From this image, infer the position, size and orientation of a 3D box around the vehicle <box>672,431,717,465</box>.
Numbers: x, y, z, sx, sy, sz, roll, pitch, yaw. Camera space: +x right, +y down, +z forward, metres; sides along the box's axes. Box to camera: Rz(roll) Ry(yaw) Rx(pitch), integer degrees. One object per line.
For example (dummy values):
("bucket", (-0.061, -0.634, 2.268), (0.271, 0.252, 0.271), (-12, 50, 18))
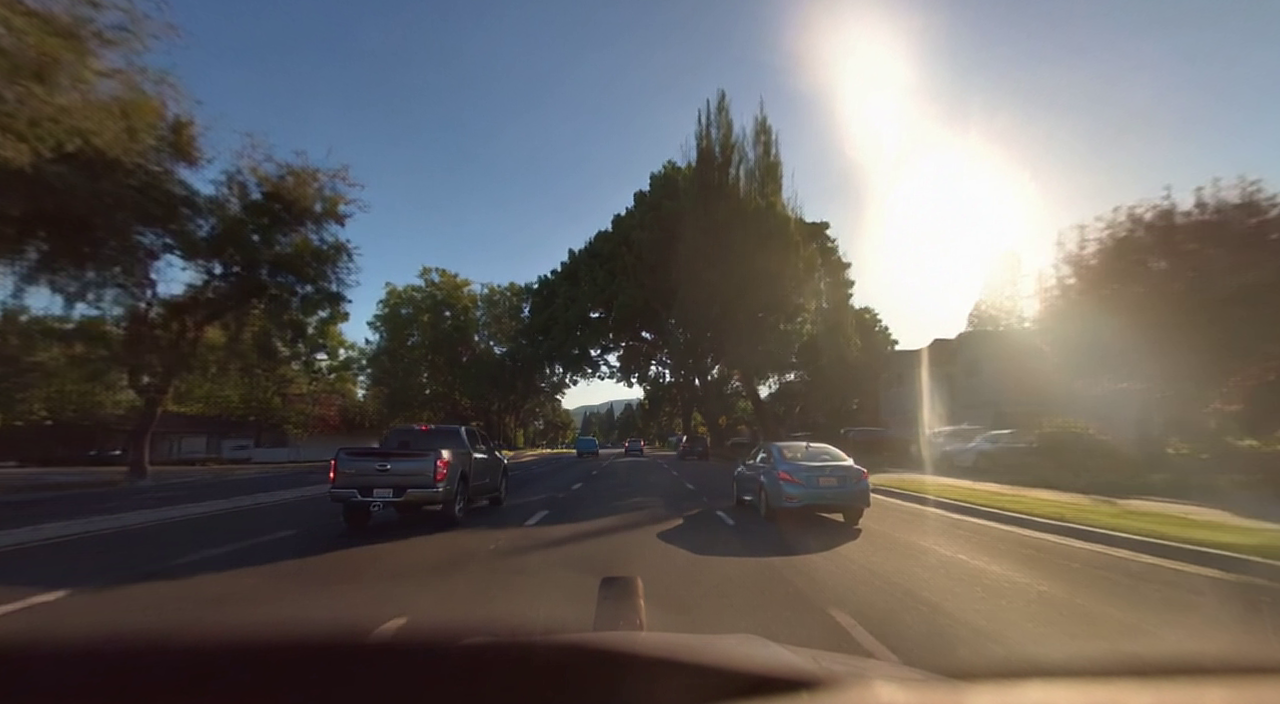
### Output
("vehicle", (3.090, 5.549, 36.649), (2.099, 1.845, 4.363), (0, -8, -2))

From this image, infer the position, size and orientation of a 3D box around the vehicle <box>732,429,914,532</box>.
("vehicle", (2.945, 2.162, 11.250), (1.884, 1.463, 4.195), (0, -8, -1))

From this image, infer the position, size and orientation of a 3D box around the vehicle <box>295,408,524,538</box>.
("vehicle", (-3.614, 2.026, 11.269), (2.111, 1.745, 5.274), (0, -8, 0))

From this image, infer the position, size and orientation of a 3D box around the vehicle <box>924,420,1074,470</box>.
("vehicle", (13.977, 3.655, 24.825), (4.647, 1.841, 2.009), (0, -8, -2))

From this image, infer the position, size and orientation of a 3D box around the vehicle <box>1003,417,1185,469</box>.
("vehicle", (15.245, 3.100, 21.472), (4.530, 1.661, 2.015), (-1, -8, 3))

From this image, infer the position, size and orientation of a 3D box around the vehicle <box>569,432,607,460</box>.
("vehicle", (-3.525, 6.549, 43.873), (2.218, 1.829, 4.492), (0, -8, 0))
